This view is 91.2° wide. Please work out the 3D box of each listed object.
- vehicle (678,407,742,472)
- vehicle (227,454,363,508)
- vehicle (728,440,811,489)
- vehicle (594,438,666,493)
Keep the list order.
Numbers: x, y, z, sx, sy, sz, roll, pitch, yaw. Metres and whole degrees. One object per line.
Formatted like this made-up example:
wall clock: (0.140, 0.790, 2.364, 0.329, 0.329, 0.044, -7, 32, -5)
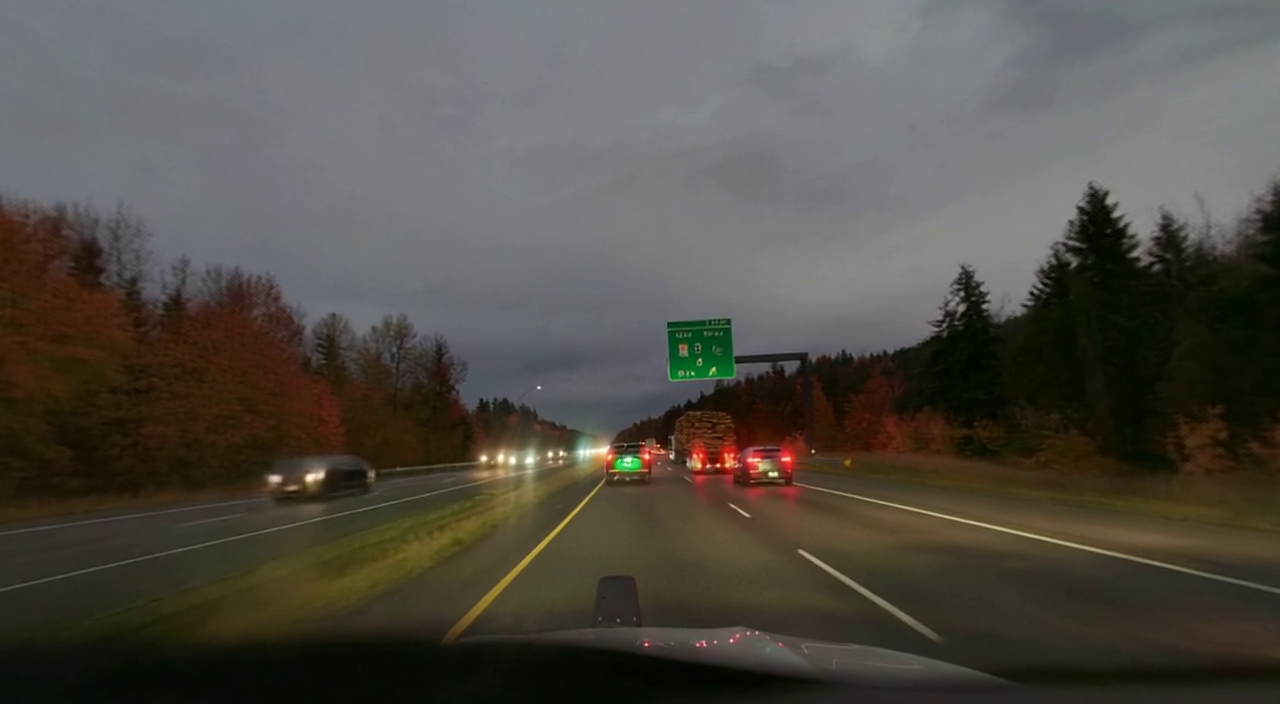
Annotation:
vehicle: (4.524, 5.965, 42.286, 3.125, 3.895, 8.461, 0, -9, -1)
vehicle: (-12.456, 4.646, 23.111, 2.191, 1.683, 4.795, -1, -9, 1)
vehicle: (4.780, 4.231, 23.912, 2.057, 1.660, 4.525, 0, -9, -2)
vehicle: (-0.348, 3.872, 21.669, 2.263, 1.699, 3.936, 0, -9, -1)
